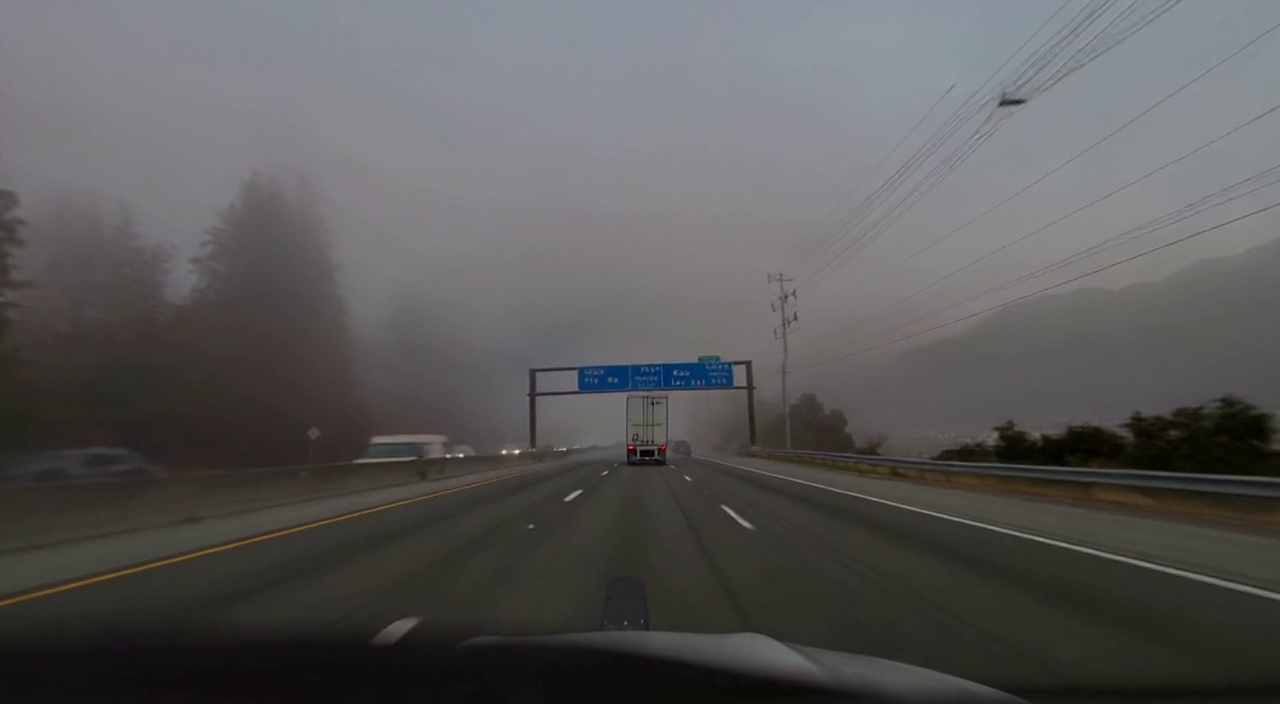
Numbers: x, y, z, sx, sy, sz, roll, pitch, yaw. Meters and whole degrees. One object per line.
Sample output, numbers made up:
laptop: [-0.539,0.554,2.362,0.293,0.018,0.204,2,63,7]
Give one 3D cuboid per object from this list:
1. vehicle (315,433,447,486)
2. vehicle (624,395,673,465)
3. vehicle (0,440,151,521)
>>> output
vehicle: [-11.459,4.866,29.114,2.034,2.006,9.585,0,-8,0]
vehicle: [0.431,5.426,42.898,2.919,4.101,11.541,0,-8,-1]
vehicle: [-16.143,3.231,16.194,2.118,1.889,6.262,0,-8,0]
